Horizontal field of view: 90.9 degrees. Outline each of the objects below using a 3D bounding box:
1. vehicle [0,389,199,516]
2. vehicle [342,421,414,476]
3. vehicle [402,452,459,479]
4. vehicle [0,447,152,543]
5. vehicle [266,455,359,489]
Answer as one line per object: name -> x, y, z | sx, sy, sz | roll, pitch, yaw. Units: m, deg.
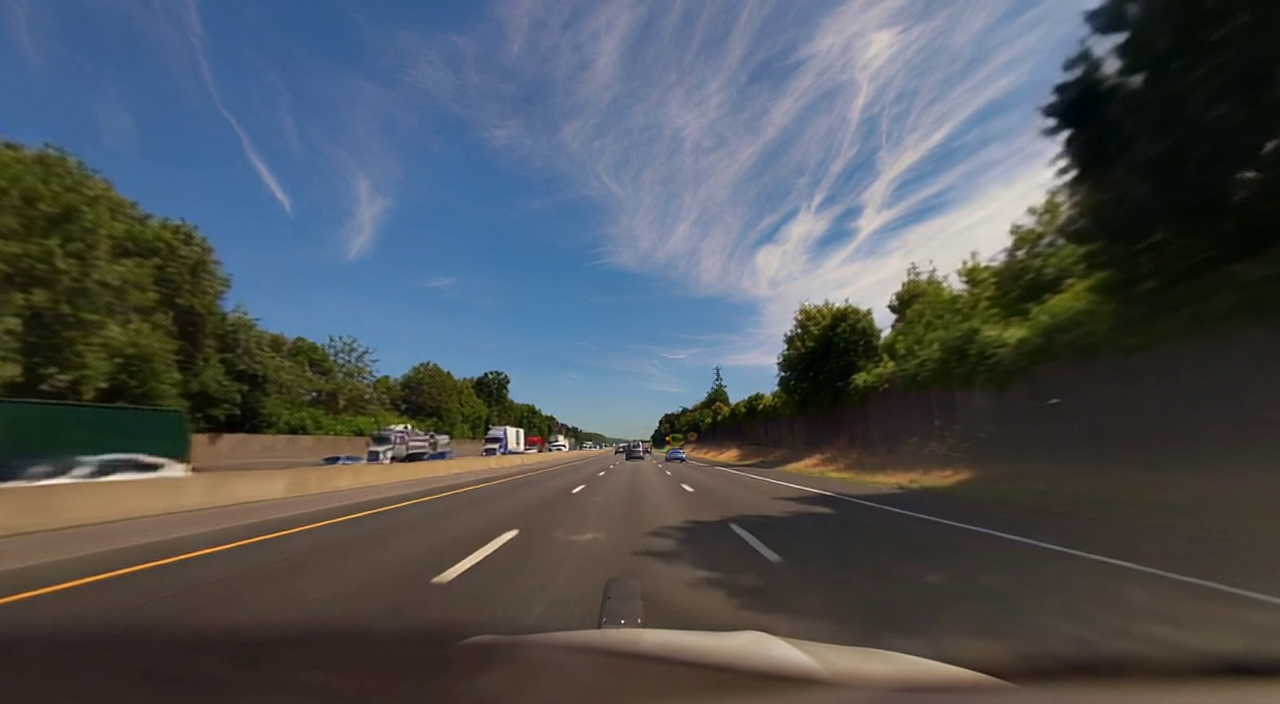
vehicle -> -20.274, 3.324, 20.881 | 2.745, 3.723, 11.956 | 0, -9, -1
vehicle -> -20.332, 7.523, 49.296 | 2.966, 3.997, 6.255 | 0, -9, -2
vehicle -> -11.987, 6.509, 36.384 | 1.862, 1.445, 4.101 | 0, -9, 0
vehicle -> -11.285, 2.427, 10.980 | 2.078, 1.522, 4.275 | 0, -9, 0
vehicle -> -15.855, 5.819, 30.835 | 1.954, 1.488, 4.728 | 0, -9, 0
